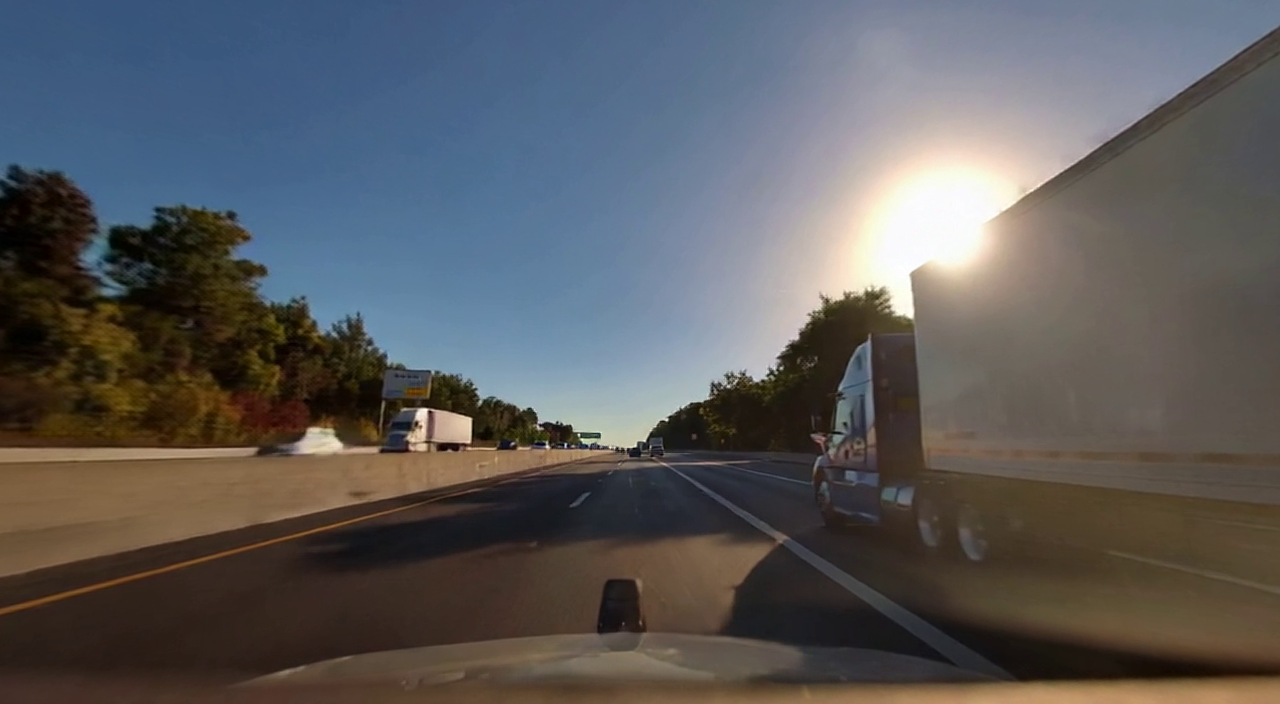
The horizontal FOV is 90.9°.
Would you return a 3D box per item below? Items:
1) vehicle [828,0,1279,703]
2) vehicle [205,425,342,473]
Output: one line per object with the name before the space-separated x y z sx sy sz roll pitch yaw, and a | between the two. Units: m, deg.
vehicle | 4.385 -0.594 1.940 3.323 4.262 14.056 0 -9 0
vehicle | -12.642 3.410 22.162 2.118 1.510 4.472 0 -9 1
